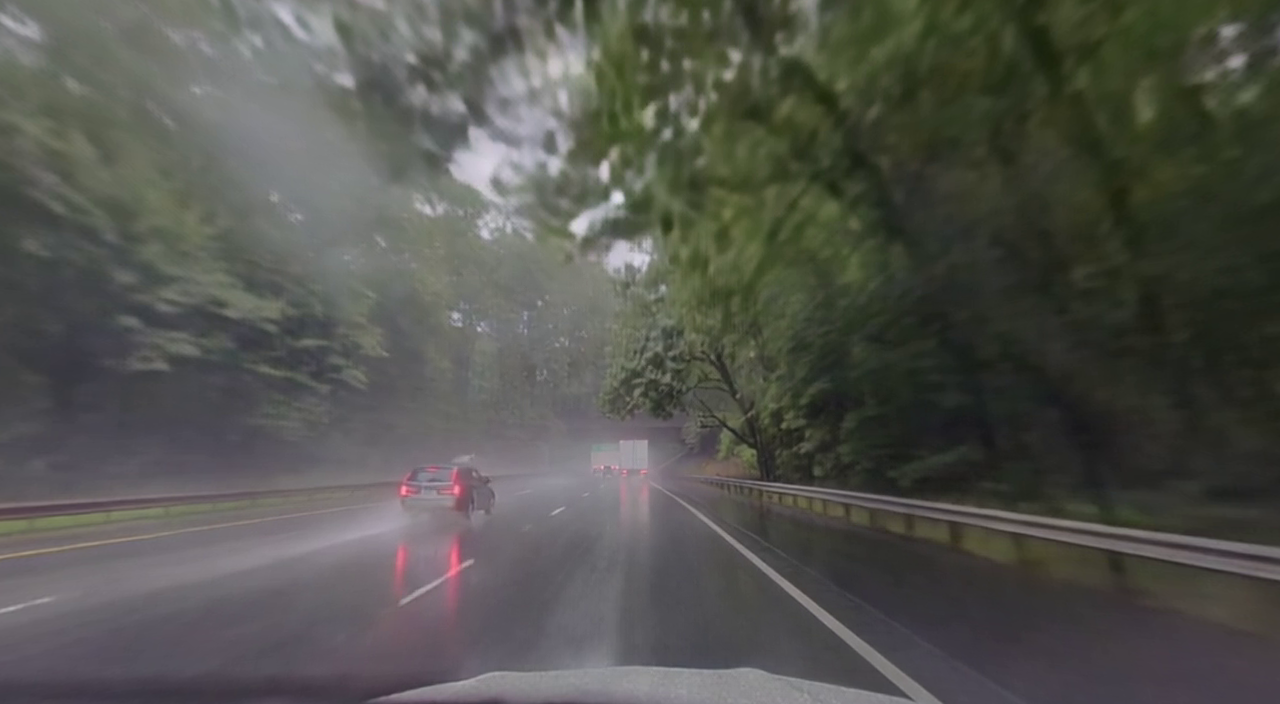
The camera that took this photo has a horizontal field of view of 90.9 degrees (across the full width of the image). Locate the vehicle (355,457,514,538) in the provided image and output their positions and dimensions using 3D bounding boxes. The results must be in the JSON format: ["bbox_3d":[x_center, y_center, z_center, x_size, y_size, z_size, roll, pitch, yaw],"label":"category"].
[{"bbox_3d":[-4.333,3.182,14.262,1.950,1.460,4.812,1,-11,0],"label":"vehicle"}]
